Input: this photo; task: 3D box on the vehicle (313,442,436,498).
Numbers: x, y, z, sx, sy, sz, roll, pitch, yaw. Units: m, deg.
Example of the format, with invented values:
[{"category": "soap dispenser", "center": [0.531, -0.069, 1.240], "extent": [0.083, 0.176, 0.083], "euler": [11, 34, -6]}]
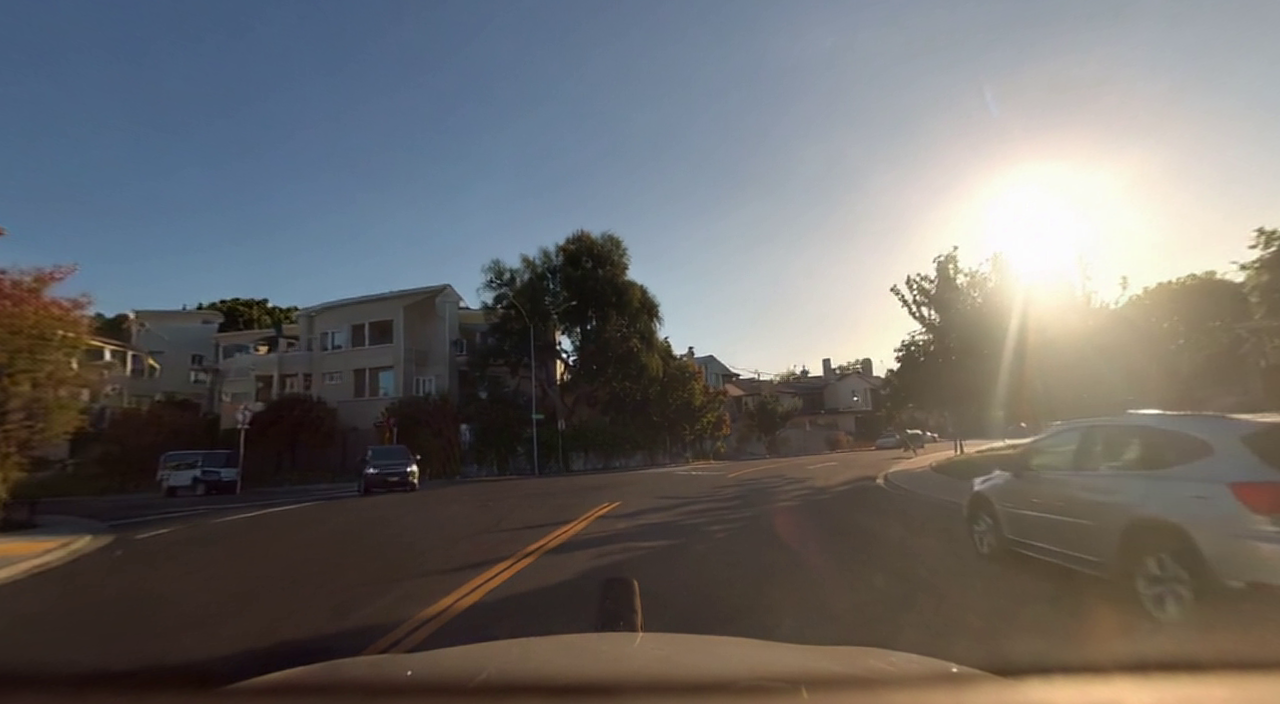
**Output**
[{"category": "vehicle", "center": [-9.017, 3.915, 21.329], "extent": [4.270, 1.683, 1.984], "euler": [-7, -11, 39]}]

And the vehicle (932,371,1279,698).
[{"category": "vehicle", "center": [4.512, 1.264, 5.378], "extent": [2.105, 1.705, 4.392], "euler": [-1, -9, 3]}]

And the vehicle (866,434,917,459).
[{"category": "vehicle", "center": [17.868, 6.677, 44.737], "extent": [2.097, 1.679, 4.633], "euler": [-7, -11, 37]}]

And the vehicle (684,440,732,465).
[{"category": "vehicle", "center": [5.128, 7.582, 47.249], "extent": [2.095, 1.711, 4.307], "euler": [-5, -12, 28]}]
